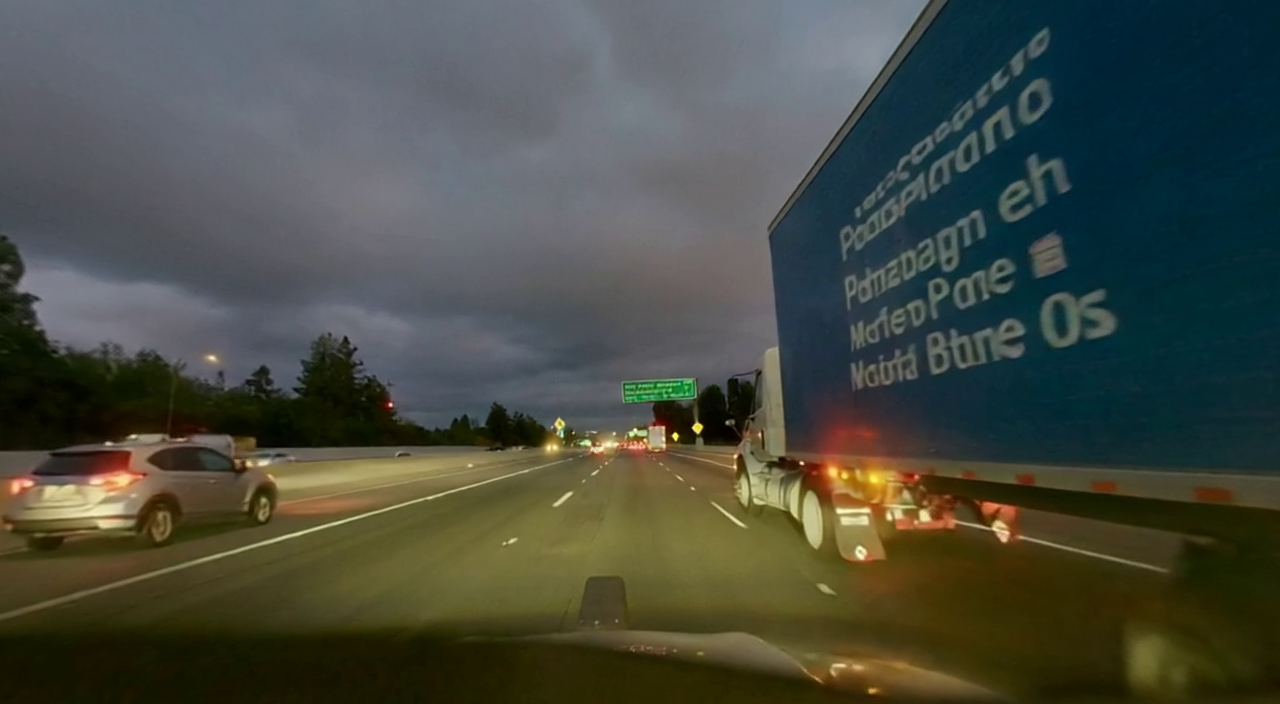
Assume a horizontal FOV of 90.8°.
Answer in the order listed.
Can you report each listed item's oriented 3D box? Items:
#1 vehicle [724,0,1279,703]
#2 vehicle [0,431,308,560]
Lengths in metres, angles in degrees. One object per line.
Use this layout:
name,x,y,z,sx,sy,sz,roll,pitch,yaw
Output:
vehicle,3.109,0.144,5.501,2.985,3.985,10.516,0,-9,-2
vehicle,-7.340,2.026,9.723,2.033,1.494,4.508,0,-9,-1
